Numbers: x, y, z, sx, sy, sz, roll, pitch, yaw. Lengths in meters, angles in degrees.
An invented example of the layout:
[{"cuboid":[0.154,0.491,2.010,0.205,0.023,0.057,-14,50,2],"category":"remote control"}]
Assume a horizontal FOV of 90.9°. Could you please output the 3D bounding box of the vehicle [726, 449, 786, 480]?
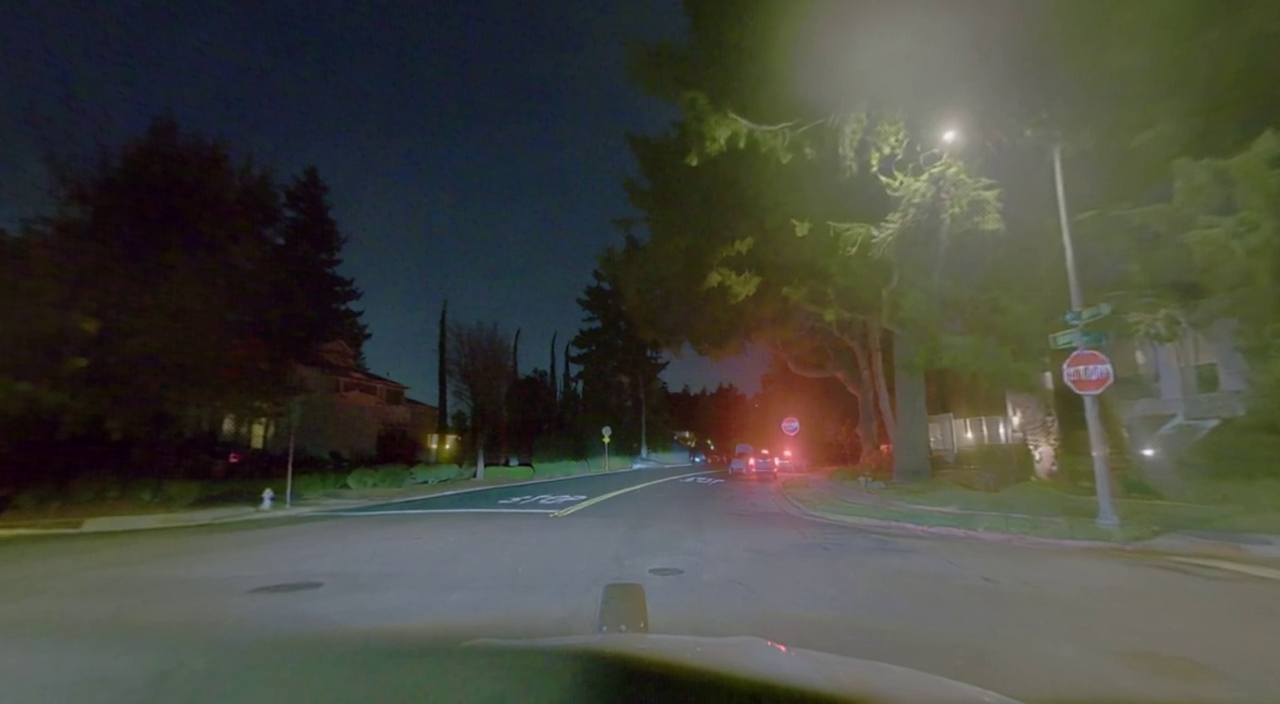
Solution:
[{"cuboid":[6.979,6.641,37.483,2.692,1.649,4.689,-3,-9,20],"category":"vehicle"}]
